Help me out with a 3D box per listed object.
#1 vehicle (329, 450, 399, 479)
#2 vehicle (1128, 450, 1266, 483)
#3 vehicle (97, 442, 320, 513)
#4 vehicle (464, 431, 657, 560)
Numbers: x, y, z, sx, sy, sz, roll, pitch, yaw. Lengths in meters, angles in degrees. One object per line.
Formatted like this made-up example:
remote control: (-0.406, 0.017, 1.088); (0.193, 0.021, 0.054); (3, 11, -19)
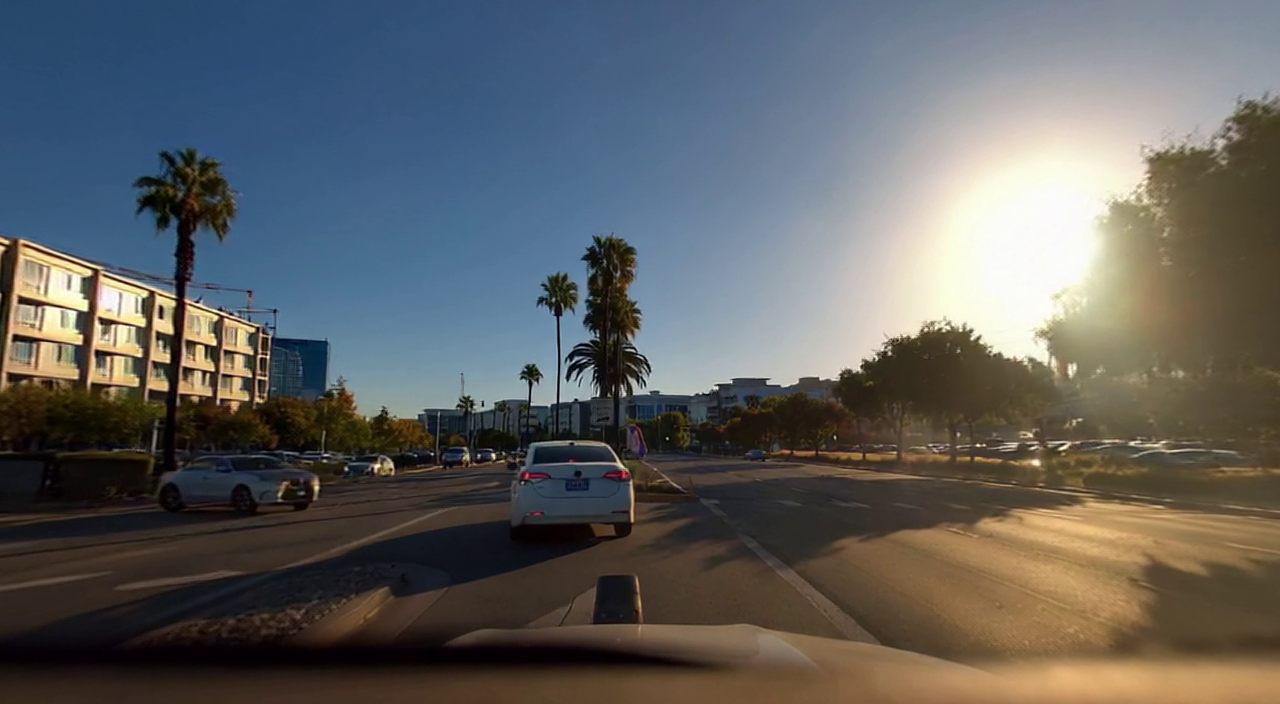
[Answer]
vehicle: (-15.027, 6.145, 34.744); (2.099, 1.464, 4.615); (1, -9, -5)
vehicle: (25.903, 5.317, 29.517); (4.446, 1.464, 1.954); (-1, -9, 4)
vehicle: (-10.587, 3.031, 15.619); (4.457, 1.552, 2.095); (-3, -9, 16)
vehicle: (-1.482, 2.030, 9.790); (1.986, 1.473, 4.382); (3, -9, -20)
